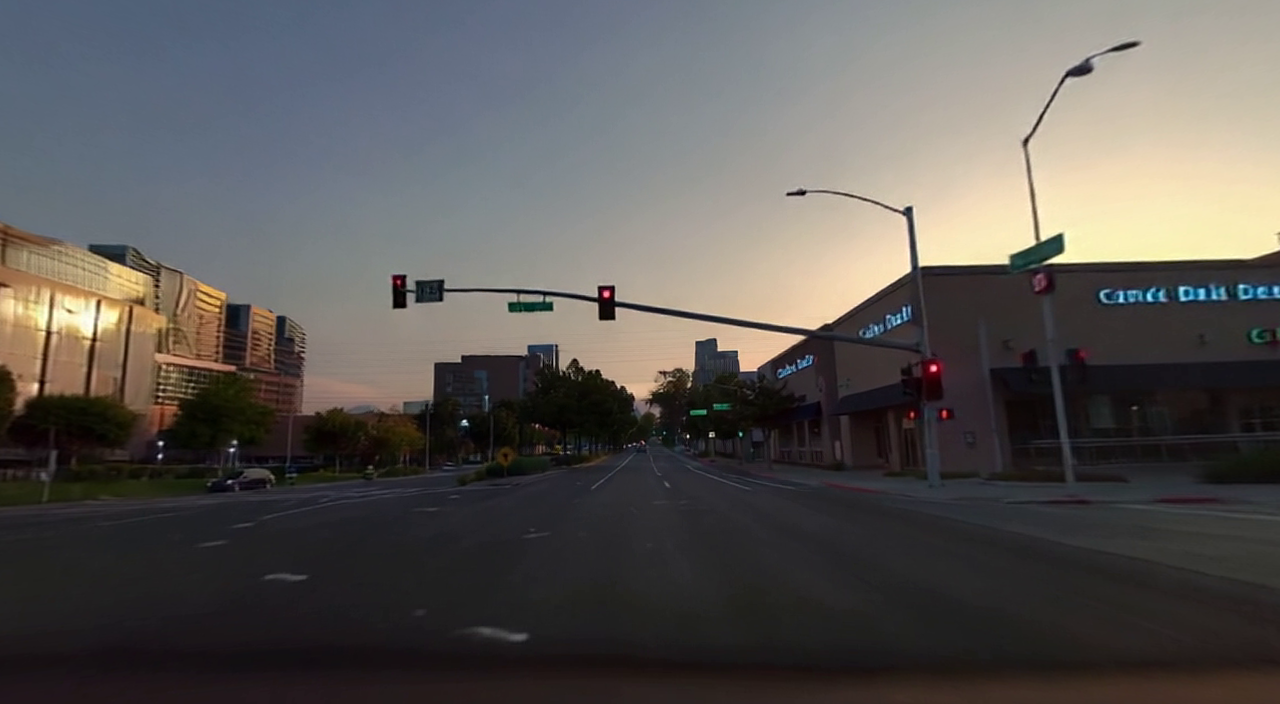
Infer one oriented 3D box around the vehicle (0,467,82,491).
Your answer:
[{"bbox_3d":[-41.571,8.677,43.247,4.710,1.453,1.928,0,-8,-2],"label":"vehicle"}]
